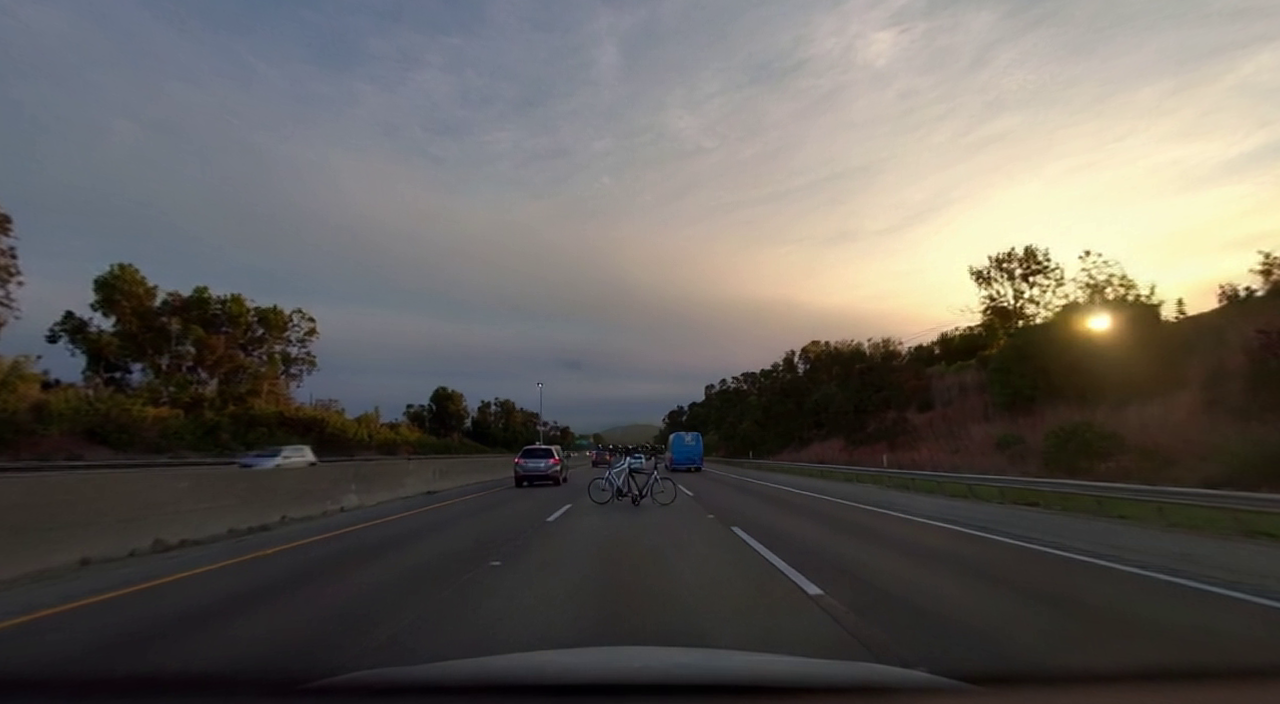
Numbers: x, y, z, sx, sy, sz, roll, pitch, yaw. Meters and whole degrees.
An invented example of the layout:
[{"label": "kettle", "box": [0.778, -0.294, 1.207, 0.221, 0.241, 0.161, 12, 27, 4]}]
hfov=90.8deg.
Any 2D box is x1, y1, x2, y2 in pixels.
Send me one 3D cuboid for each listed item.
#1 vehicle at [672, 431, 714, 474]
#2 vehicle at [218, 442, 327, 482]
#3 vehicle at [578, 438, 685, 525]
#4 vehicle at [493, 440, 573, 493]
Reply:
[{"label": "vehicle", "box": [3.452, 6.709, 42.160, 2.234, 2.679, 5.372, 0, -9, -1]}, {"label": "vehicle", "box": [-15.674, 4.720, 27.247, 1.985, 1.562, 4.522, 0, -9, 0]}, {"label": "vehicle", "box": [-0.142, 2.673, 13.442, 1.973, 1.574, 3.426, 0, -9, 1]}, {"label": "vehicle", "box": [-3.707, 4.074, 22.729, 1.985, 1.671, 4.604, 0, -9, 1]}]
